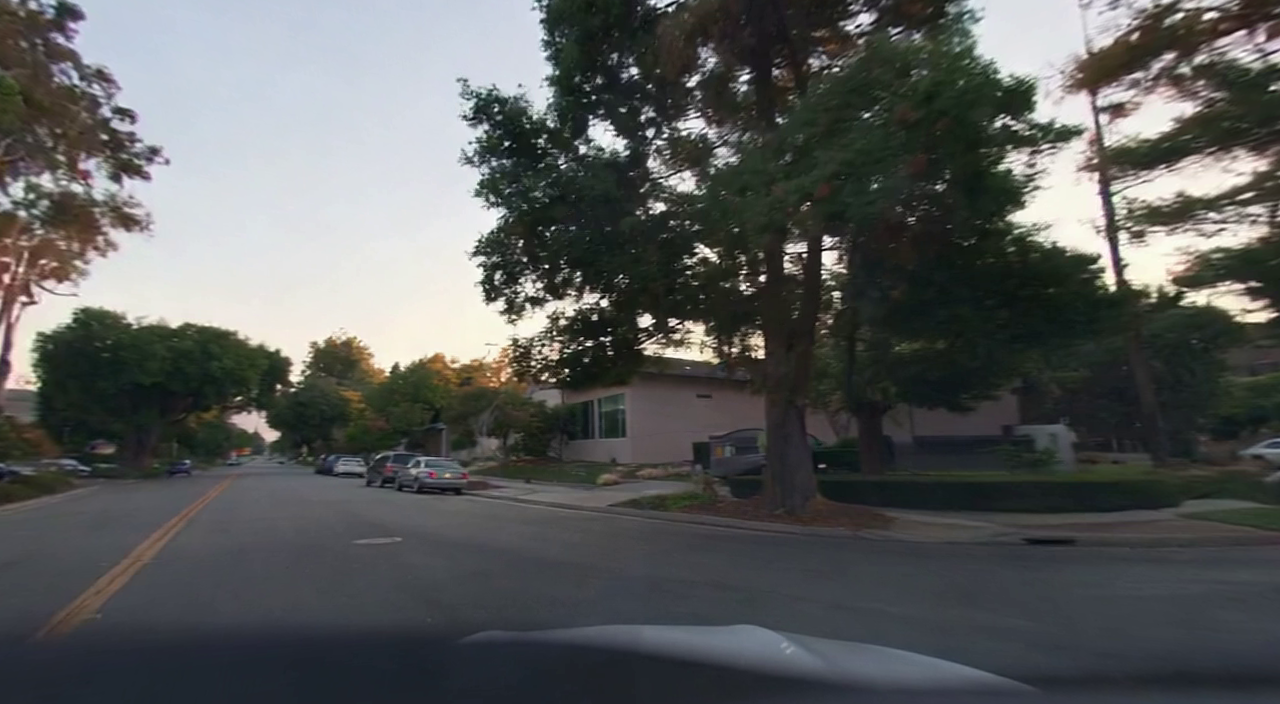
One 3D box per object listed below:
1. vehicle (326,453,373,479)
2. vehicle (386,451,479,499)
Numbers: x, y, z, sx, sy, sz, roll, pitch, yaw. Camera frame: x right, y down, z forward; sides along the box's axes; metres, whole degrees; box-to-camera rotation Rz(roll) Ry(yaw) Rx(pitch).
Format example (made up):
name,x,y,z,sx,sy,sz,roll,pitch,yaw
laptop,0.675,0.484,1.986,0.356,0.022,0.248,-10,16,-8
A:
name,x,y,z,sx,sy,sz,roll,pitch,yaw
vehicle,-19.291,7.502,41.749,1.952,1.538,5.215,5,-10,-33
vehicle,-7.789,4.470,23.424,1.933,1.528,5.006,5,-10,-33
